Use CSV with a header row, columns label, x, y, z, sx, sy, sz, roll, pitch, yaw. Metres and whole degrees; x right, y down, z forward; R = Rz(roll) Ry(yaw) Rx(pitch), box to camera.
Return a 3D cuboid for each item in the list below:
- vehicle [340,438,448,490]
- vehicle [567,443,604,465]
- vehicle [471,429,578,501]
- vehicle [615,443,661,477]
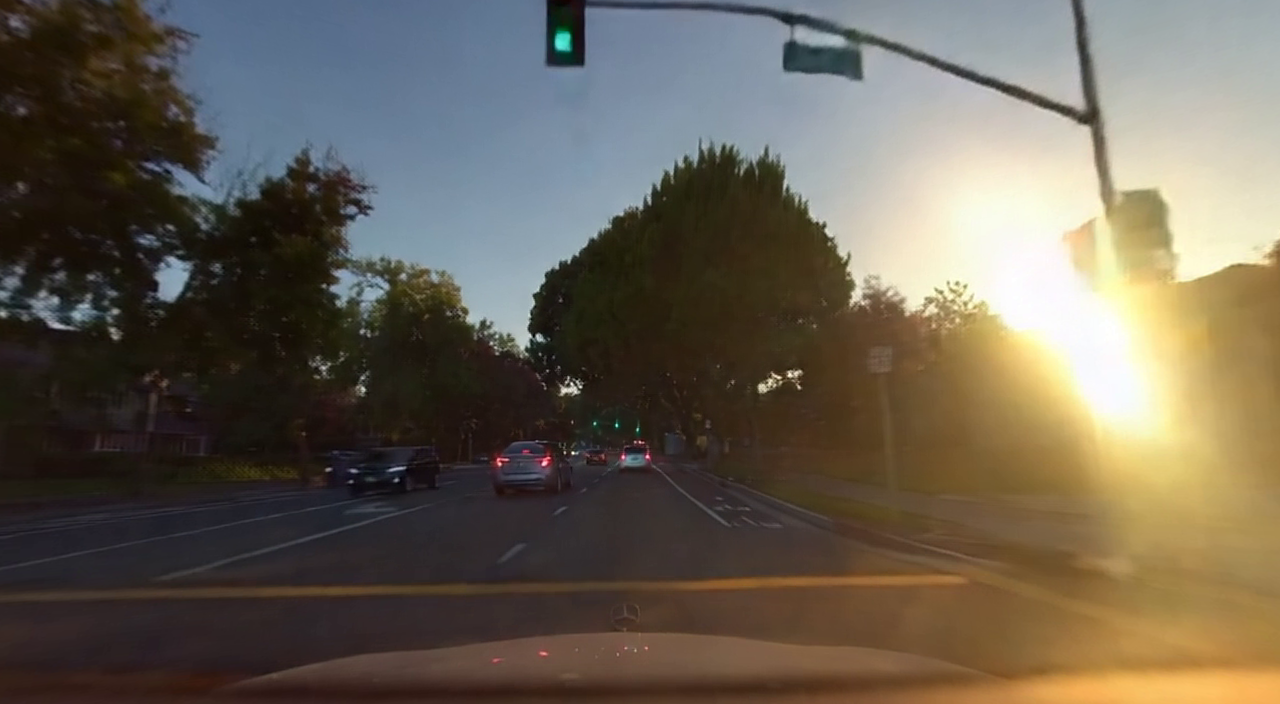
label,x,y,z,sx,sy,sz,roll,pitch,yaw
vehicle,-9.014,4.126,23.653,2.149,1.662,4.600,-2,-8,1
vehicle,-3.893,7.356,45.671,2.268,1.522,4.350,0,-8,0
vehicle,-3.114,3.158,18.065,2.157,1.771,4.452,0,-8,1
vehicle,-0.101,5.205,30.750,2.062,1.518,3.901,0,-8,0
